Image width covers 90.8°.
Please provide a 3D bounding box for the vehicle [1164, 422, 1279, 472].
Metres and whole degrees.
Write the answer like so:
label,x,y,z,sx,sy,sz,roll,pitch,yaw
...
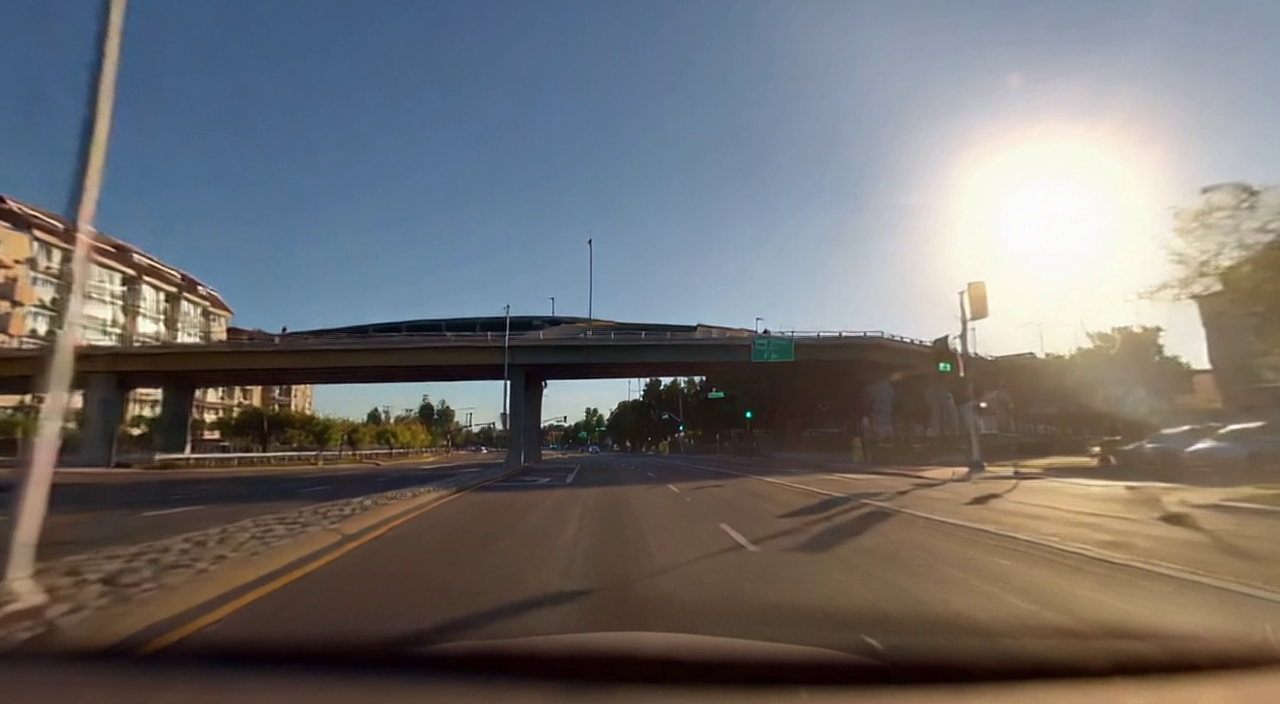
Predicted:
label,x,y,z,sx,sy,sz,roll,pitch,yaw
vehicle,22.458,3.685,24.601,1.969,1.732,4.610,-3,-9,25
